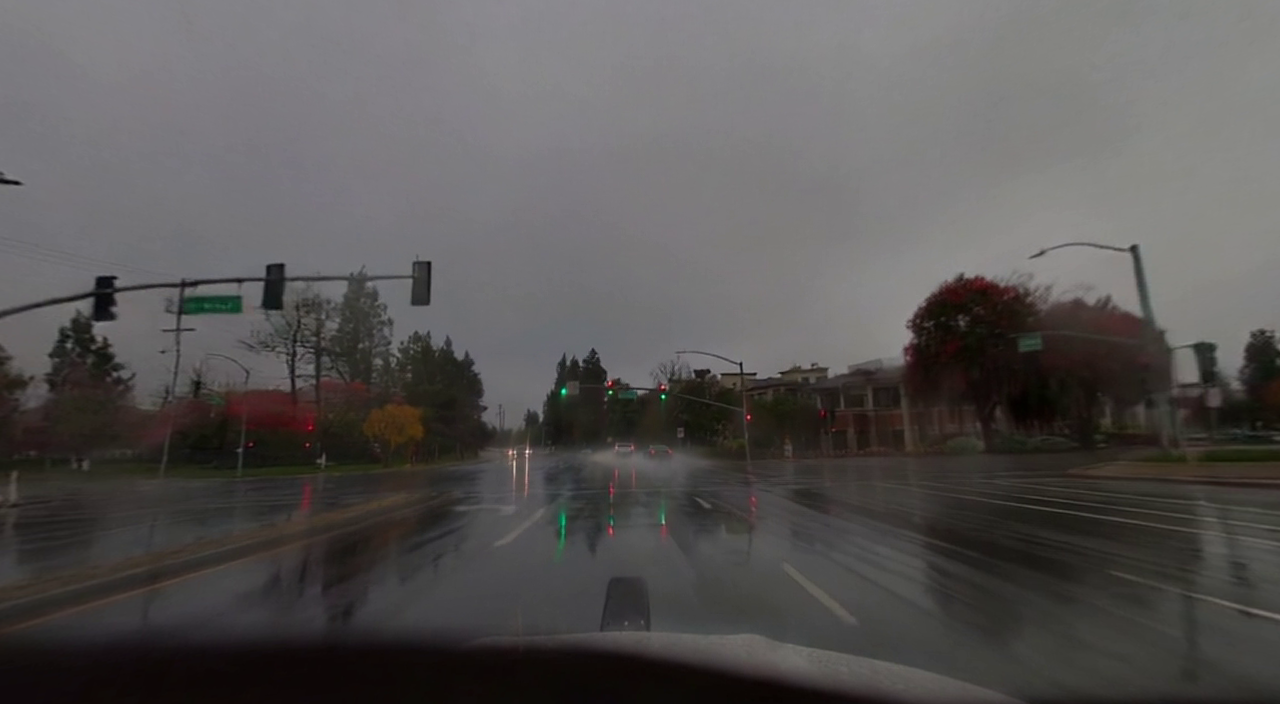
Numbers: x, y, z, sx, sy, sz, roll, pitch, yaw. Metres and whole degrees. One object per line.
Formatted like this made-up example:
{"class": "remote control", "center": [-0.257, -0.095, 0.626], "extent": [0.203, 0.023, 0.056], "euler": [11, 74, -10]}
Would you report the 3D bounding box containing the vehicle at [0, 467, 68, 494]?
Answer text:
{"class": "vehicle", "center": [-41.575, 8.581, 42.165], "extent": [4.650, 1.604, 2.011], "euler": [-1, -8, 2]}
